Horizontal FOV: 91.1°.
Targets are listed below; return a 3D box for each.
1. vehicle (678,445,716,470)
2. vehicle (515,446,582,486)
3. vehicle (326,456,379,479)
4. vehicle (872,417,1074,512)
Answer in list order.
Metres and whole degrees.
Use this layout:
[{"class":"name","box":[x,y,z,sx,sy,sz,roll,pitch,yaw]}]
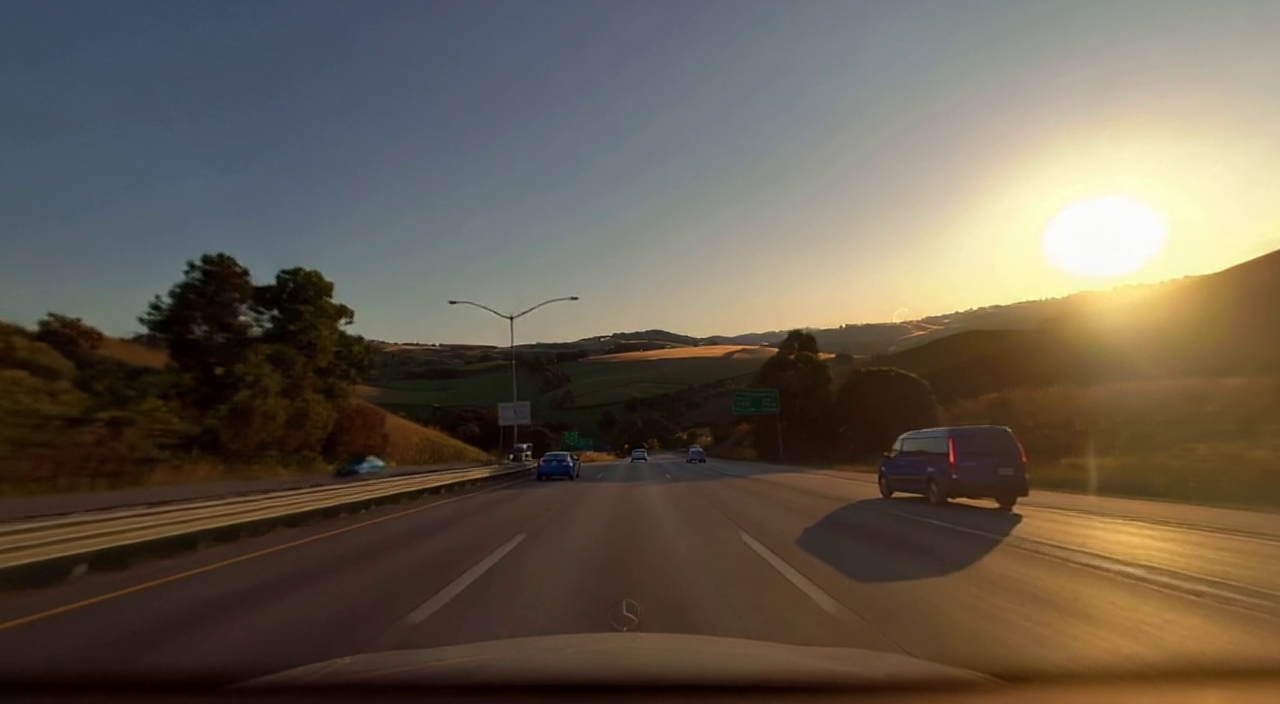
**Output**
[{"class":"vehicle","box":[3.955,7.433,44.409,2.069,1.625,4.832,0,-9,-1]},{"class":"vehicle","box":[-3.783,4.776,26.718,2.160,1.530,4.500,0,-9,0]},{"class":"vehicle","box":[-18.558,7.449,40.712,1.711,1.394,3.590,0,-9,0]},{"class":"vehicle","box":[7.805,2.712,15.528,2.133,1.933,4.986,0,-9,-1]}]
